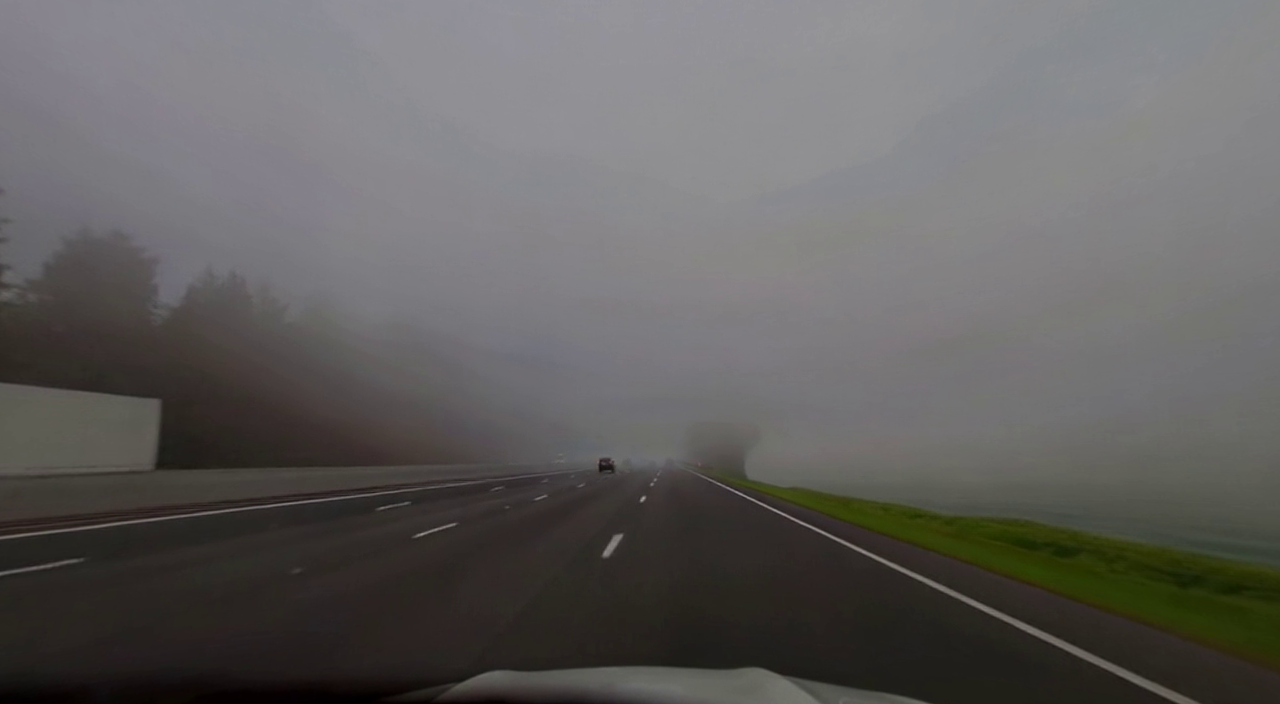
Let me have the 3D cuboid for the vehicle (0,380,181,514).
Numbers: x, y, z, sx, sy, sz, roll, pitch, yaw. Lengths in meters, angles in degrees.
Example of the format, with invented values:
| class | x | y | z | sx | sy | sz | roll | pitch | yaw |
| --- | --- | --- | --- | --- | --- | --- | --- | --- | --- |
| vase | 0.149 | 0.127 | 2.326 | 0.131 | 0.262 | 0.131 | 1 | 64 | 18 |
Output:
| class | x | y | z | sx | sy | sz | roll | pitch | yaw |
| --- | --- | --- | --- | --- | --- | --- | --- | --- | --- |
| vehicle | -21.336 | 2.881 | 19.025 | 2.899 | 4.123 | 15.577 | -1 | -9 | 2 |
